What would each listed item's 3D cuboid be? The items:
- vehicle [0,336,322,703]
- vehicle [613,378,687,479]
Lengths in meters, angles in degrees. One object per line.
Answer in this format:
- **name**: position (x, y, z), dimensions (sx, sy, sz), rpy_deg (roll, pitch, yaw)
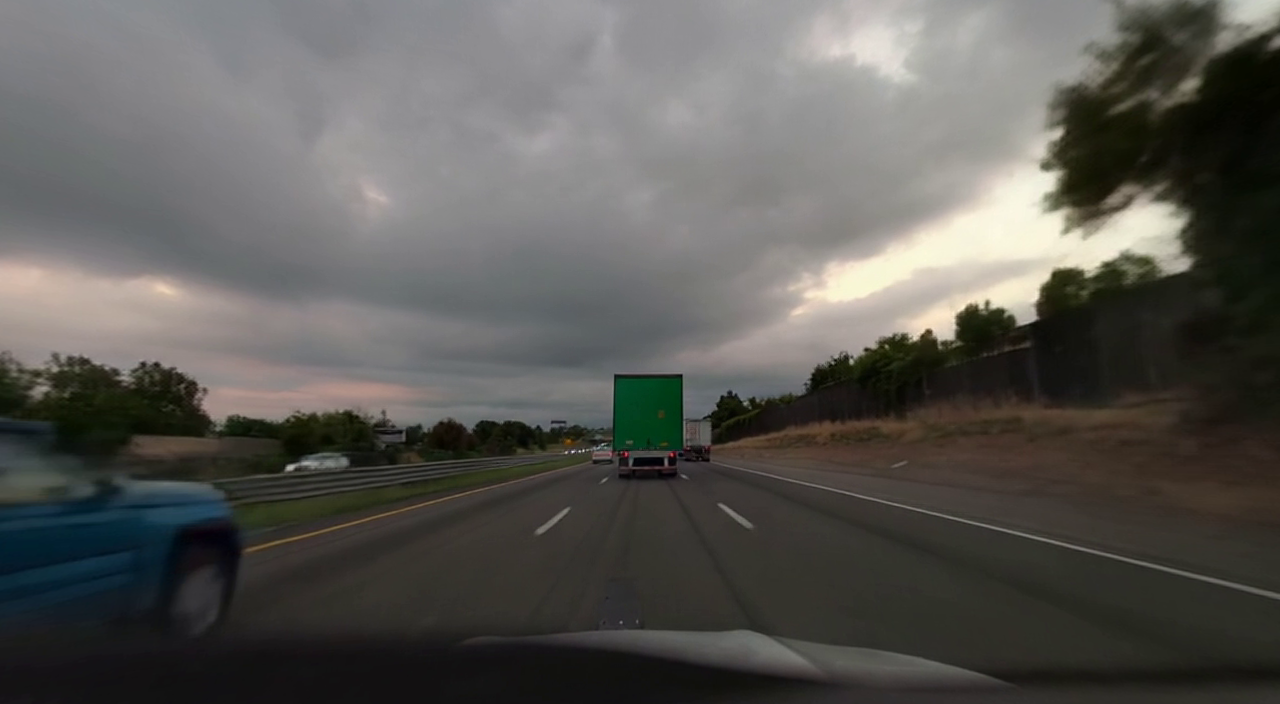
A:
- **vehicle**: position (-3.494, 0.790, 2.460), dimensions (2.173, 1.657, 4.401), rpy_deg (0, -9, 0)
- **vehicle**: position (0.411, 3.865, 30.754), dimensions (2.932, 4.042, 11.054), rpy_deg (0, -9, 0)
